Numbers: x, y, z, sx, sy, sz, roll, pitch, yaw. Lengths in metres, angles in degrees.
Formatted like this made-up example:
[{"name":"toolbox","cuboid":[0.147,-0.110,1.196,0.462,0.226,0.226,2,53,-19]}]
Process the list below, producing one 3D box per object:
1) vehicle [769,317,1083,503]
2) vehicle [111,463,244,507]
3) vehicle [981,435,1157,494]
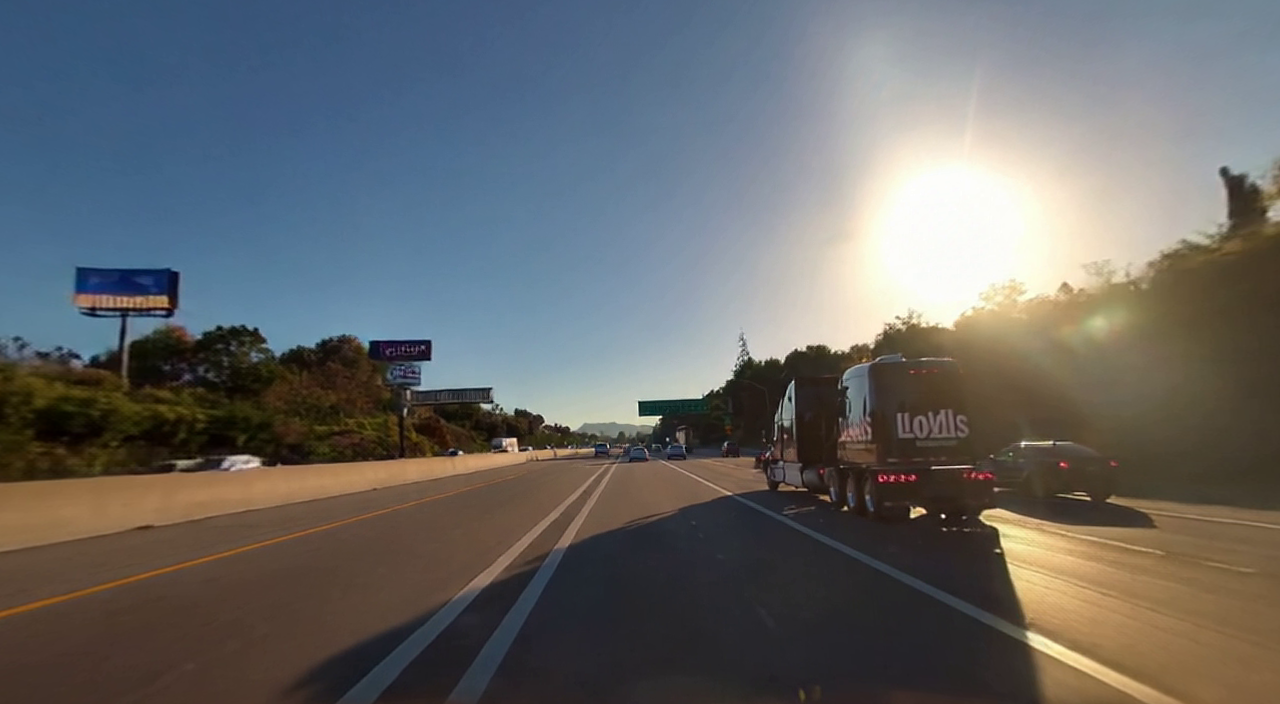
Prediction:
[{"name":"vehicle","cuboid":[7.992,2.483,22.284,2.892,4.128,16.495,0,-9,-2]},{"name":"vehicle","cuboid":[-18.641,5.339,25.784,2.023,1.481,4.530,0,-9,-1]},{"name":"vehicle","cuboid":[12.064,3.191,18.240,1.862,1.462,4.459,0,-9,-1]}]
